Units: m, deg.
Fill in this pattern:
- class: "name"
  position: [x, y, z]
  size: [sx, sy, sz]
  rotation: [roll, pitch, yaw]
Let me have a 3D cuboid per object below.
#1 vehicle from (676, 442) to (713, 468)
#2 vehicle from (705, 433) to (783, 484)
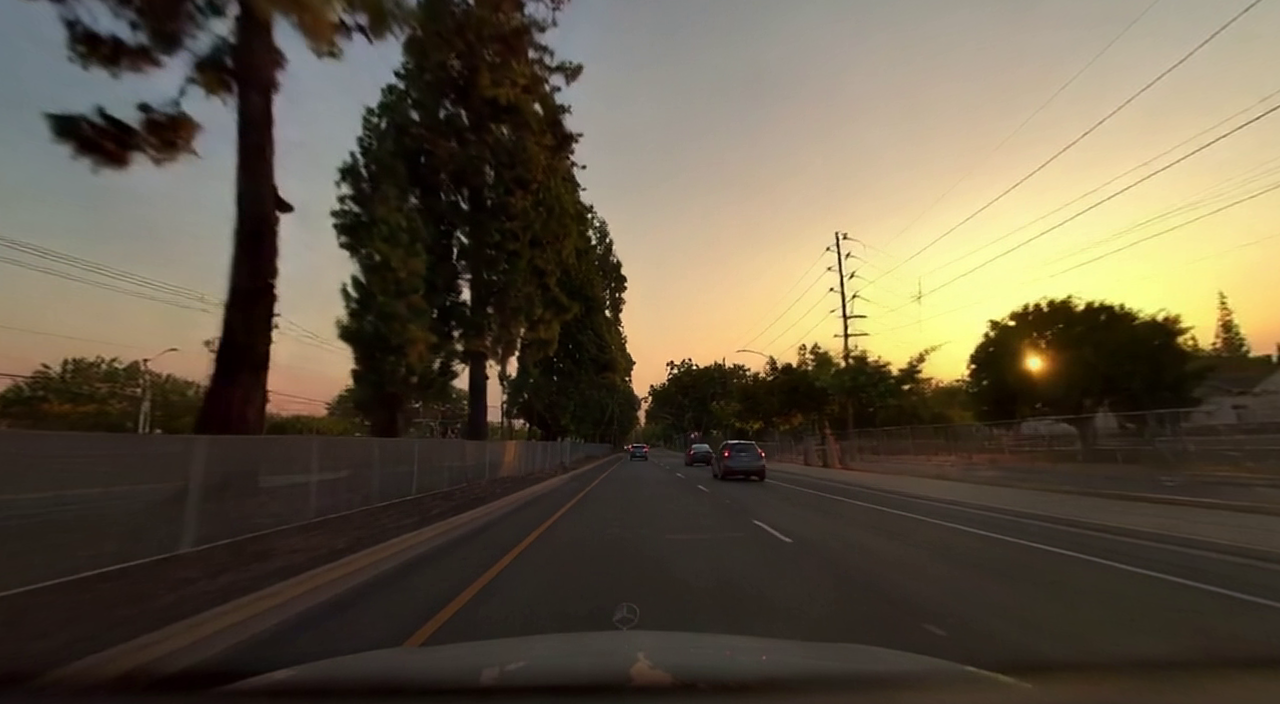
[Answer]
- class: "vehicle"
  position: [3.688, 7.080, 43.500]
  size: [2.012, 1.653, 4.115]
  rotation: [0, -9, -2]
- class: "vehicle"
  position: [3.950, 4.145, 24.891]
  size: [2.112, 1.825, 4.574]
  rotation: [0, -9, -2]
